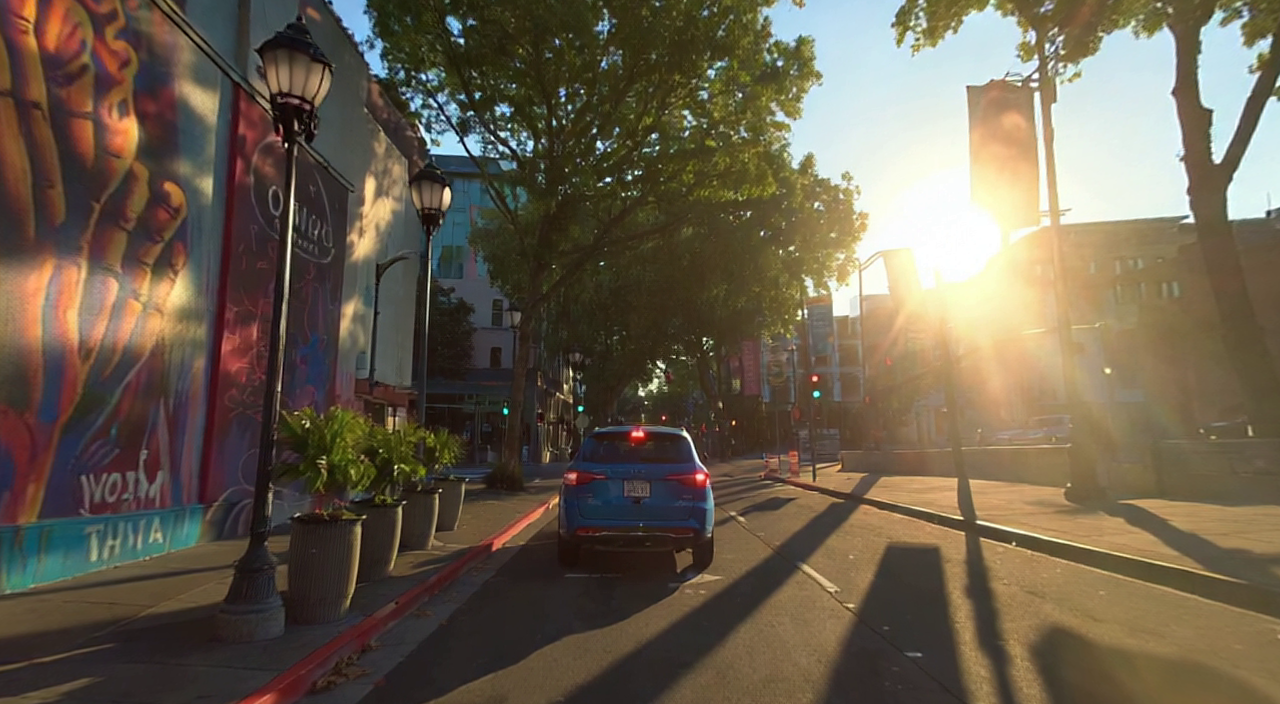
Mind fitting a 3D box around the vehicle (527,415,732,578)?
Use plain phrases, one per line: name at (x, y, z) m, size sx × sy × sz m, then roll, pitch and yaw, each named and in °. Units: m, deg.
vehicle at (-0.131, 1.755, 8.389) m, size 2.079 × 1.621 × 3.861 m, roll 0°, pitch -8°, yaw -1°
